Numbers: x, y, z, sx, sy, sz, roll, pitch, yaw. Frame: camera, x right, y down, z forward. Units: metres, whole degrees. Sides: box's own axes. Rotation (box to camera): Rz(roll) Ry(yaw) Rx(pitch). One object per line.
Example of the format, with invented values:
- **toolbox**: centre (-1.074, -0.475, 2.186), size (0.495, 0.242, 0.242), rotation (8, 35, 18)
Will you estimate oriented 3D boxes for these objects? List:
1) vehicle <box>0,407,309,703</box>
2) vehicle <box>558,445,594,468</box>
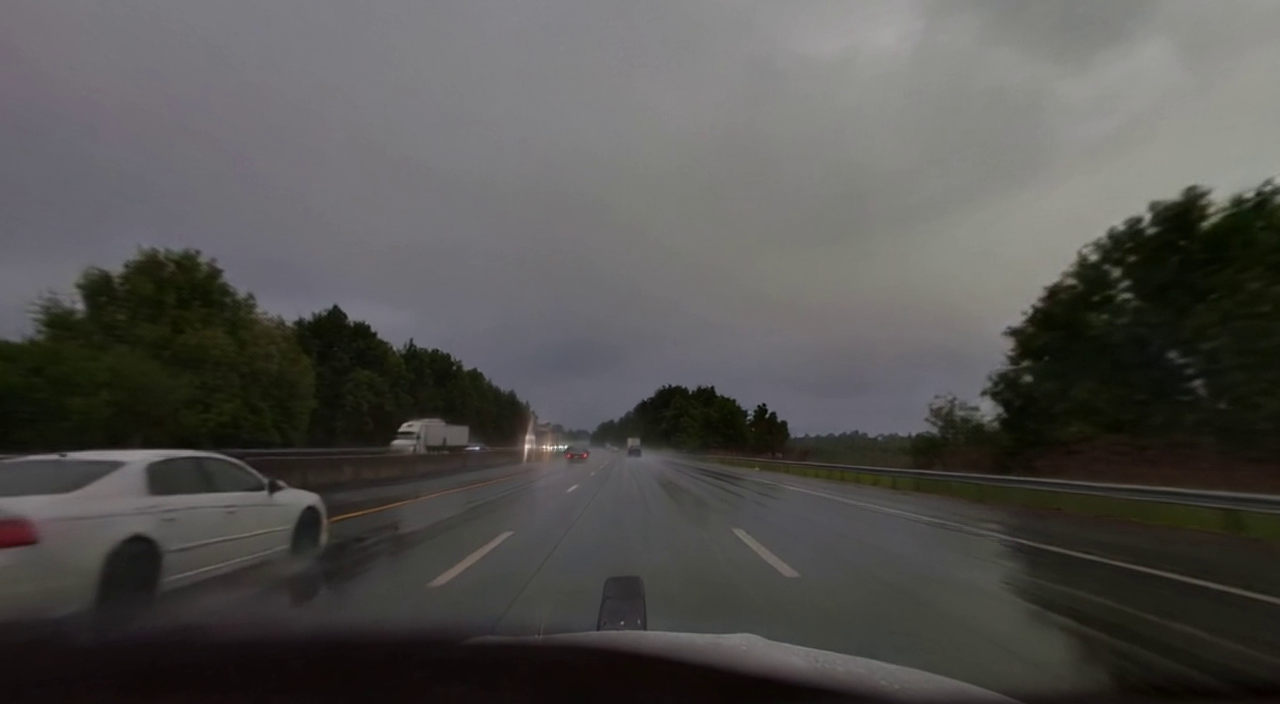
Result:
- **vehicle**: centre (-4.229, 1.085, 3.580), size (2.169, 1.473, 4.631), rotation (0, -9, 0)
- **vehicle**: centre (-4.411, 7.270, 44.008), size (2.022, 1.513, 4.613), rotation (1, -9, -1)
